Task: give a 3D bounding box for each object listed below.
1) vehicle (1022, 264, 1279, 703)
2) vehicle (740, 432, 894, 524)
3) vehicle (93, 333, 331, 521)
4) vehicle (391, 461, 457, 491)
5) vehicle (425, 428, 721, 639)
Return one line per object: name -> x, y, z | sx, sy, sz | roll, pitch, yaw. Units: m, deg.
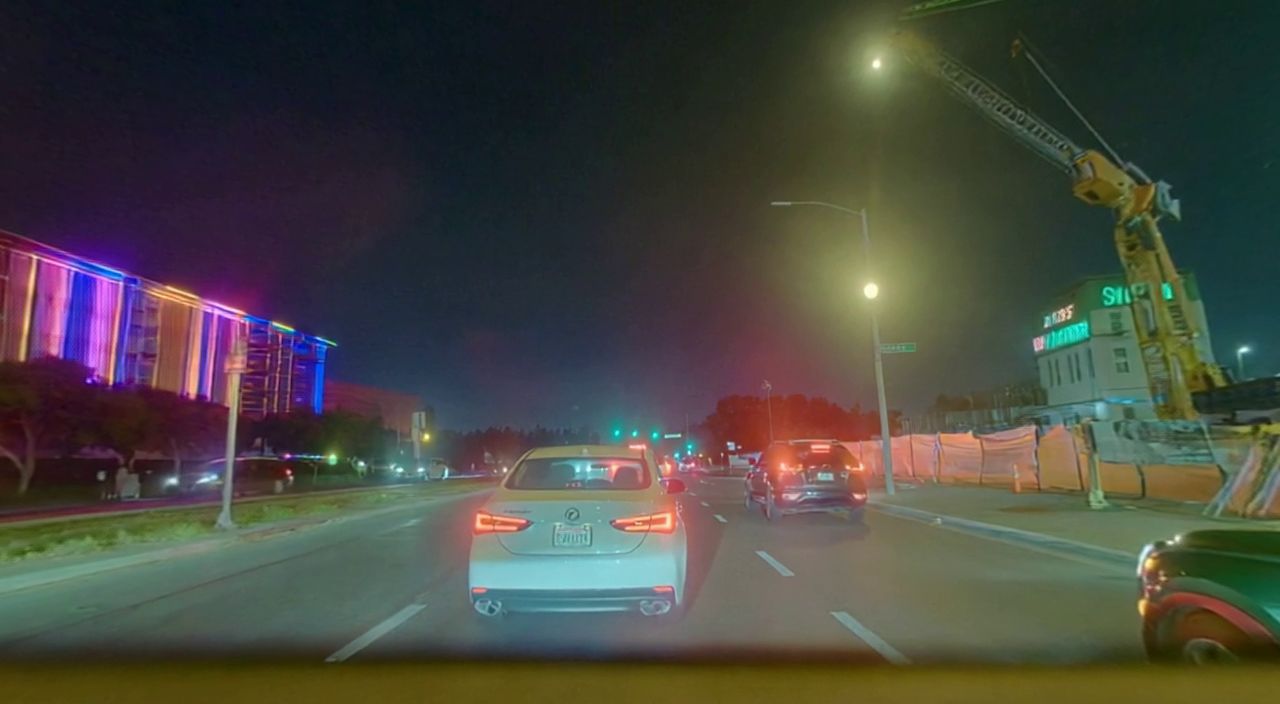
vehicle -> 3.341, 0.493, 1.043 | 2.182, 1.954, 5.341 | 0, -8, 2
vehicle -> 3.888, 2.851, 14.977 | 2.185, 1.797, 4.934 | 0, -8, -1
vehicle -> -9.093, 1.682, 13.923 | 2.592, 3.548, 3.414 | -2, -9, 4
vehicle -> -12.519, 7.218, 36.946 | 1.986, 1.476, 4.753 | -1, -8, 4
vehicle -> -0.432, 1.622, 6.711 | 2.131, 1.496, 4.193 | 0, -8, 2
